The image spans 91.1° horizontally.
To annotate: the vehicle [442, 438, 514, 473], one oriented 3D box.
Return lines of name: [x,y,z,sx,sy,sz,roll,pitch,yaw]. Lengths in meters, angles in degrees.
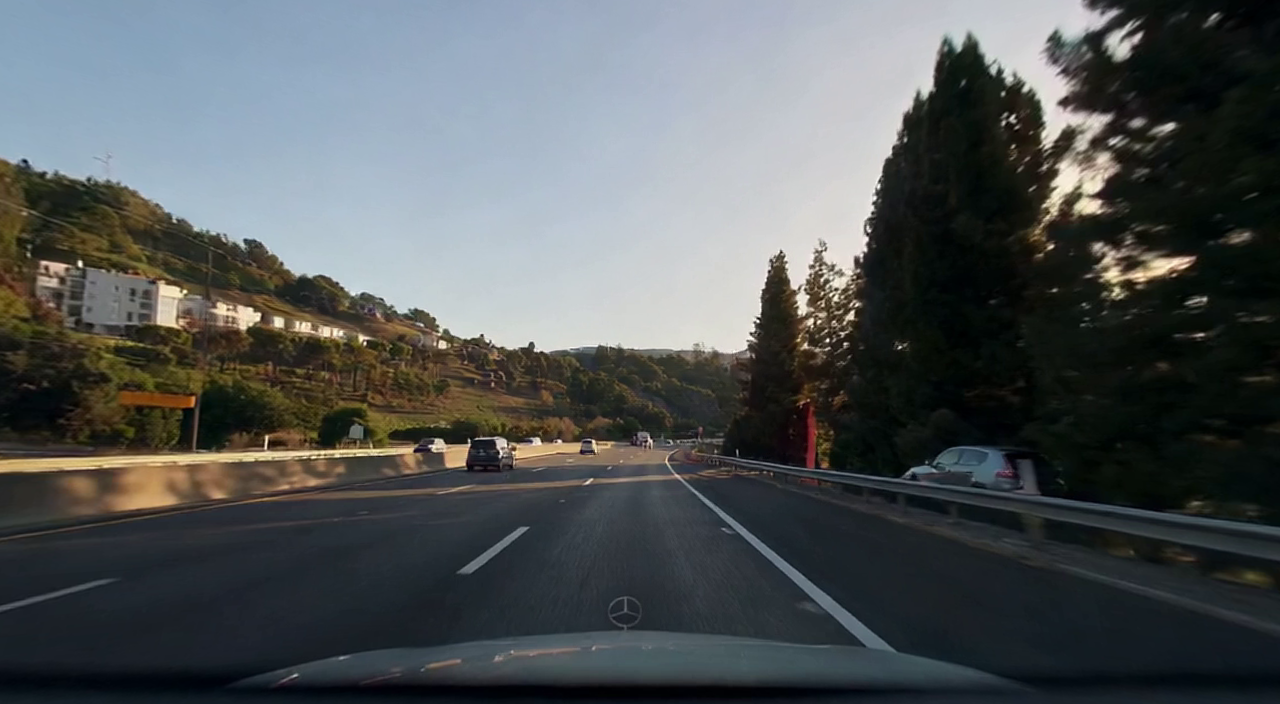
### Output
vehicle: [-7.388,4.770,29.115,2.010,1.489,4.456,0,-8,3]

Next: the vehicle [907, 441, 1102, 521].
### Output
vehicle: [10.265,3.620,18.444,2.325,1.972,5.577,0,-8,-1]
